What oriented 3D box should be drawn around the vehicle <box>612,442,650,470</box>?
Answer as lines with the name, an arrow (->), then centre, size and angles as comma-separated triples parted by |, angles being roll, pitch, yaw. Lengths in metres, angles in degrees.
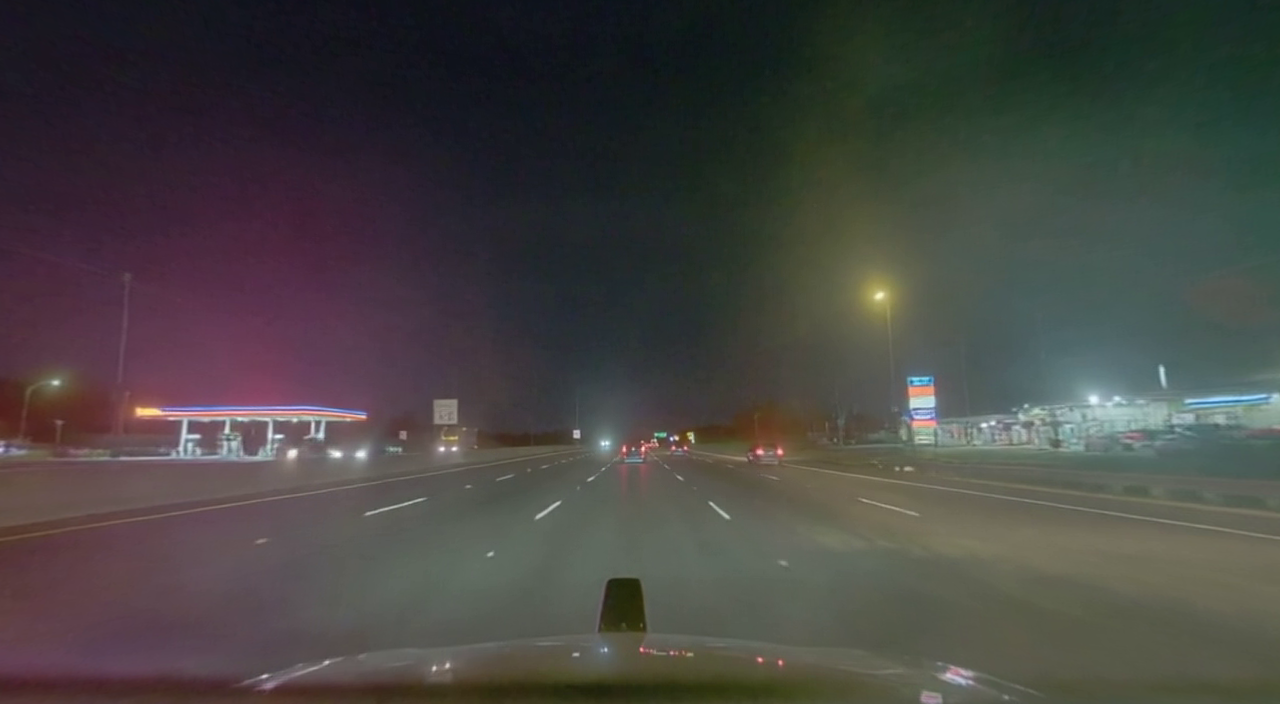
vehicle -> -0.495, 5.739, 35.017 | 1.999, 1.473, 4.351 | 0, -8, -1

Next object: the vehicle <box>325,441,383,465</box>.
vehicle -> -18.541, 6.570, 41.080 | 1.817, 1.463, 4.068 | 0, -8, 1

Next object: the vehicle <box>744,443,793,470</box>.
vehicle -> 7.538, 6.146, 37.400 | 1.867, 1.463, 4.295 | 0, -8, -1

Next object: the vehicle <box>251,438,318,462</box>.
vehicle -> -26.795, 7.436, 47.783 | 1.987, 1.678, 5.218 | 0, -8, 1
